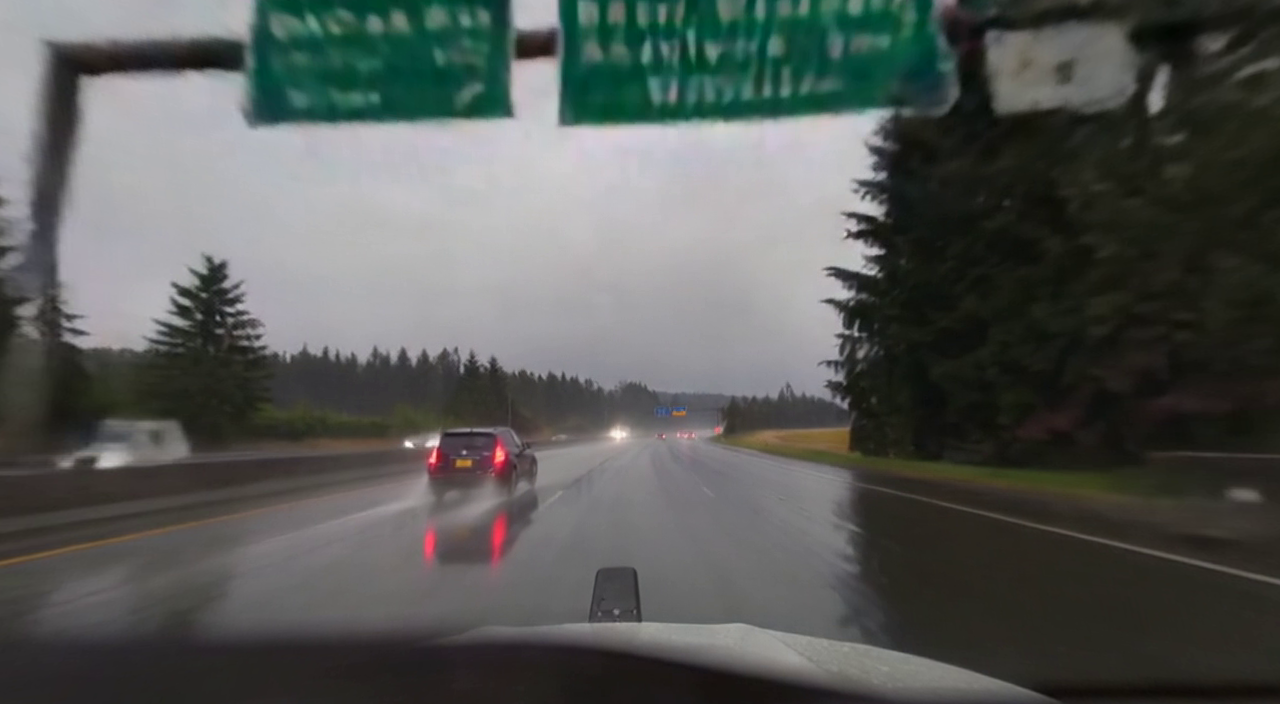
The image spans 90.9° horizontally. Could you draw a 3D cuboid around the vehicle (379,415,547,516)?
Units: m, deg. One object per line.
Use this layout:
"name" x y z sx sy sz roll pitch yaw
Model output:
"vehicle" -3.212 2.145 12.443 2.084 1.654 4.080 0 -8 1
